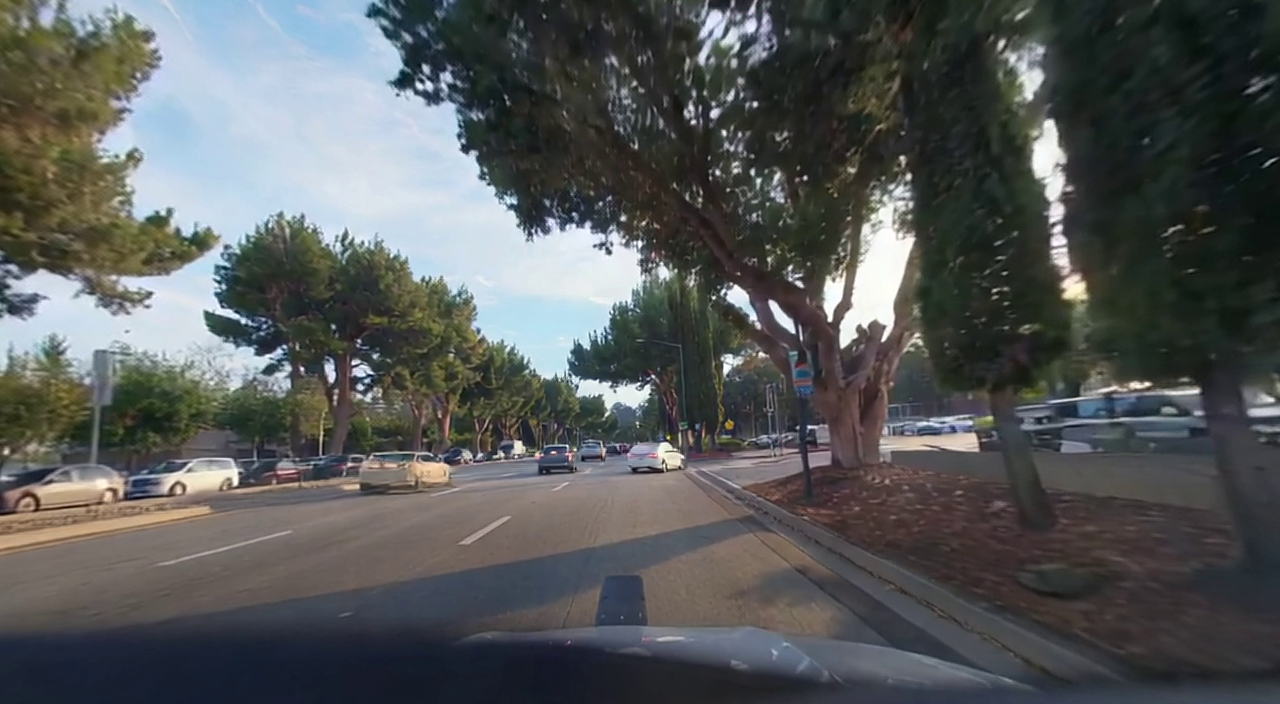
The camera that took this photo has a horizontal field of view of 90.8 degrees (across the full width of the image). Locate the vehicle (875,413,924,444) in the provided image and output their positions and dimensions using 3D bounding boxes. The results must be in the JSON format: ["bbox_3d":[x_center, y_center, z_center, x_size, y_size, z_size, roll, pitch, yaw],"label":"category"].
[{"bbox_3d":[18.601,5.613,45.578,2.569,2.081,6.193,-3,-9,16],"label":"vehicle"}]

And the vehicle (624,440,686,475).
[{"bbox_3d":[0.802,4.969,30.143,2.208,1.513,4.504,-2,-9,11],"label":"vehicle"}]

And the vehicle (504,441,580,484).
[{"bbox_3d":[-3.680,4.225,24.547,2.235,1.500,4.420,0,-8,0],"label":"vehicle"}]

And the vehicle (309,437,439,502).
[{"bbox_3d":[-7.931,3.515,19.380,2.054,1.744,4.422,0,-8,0],"label":"vehicle"}]

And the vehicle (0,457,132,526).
[{"bbox_3d":[-17.082,3.827,17.753,1.874,1.626,4.447,0,-8,-1],"label":"vehicle"}]

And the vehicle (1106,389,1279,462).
[{"bbox_3d":[13.555,1.628,13.794,4.959,1.455,2.203,0,-8,1],"label":"vehicle"}]

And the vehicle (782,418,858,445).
[{"bbox_3d":[13.819,6.147,48.846,5.161,1.993,2.293,0,-8,1],"label":"vehicle"}]

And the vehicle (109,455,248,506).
[{"bbox_3d":[-16.913,4.682,23.482,1.858,1.612,4.398,0,-8,-1],"label":"vehicle"}]

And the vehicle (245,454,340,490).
[{"bbox_3d":[-16.895,5.829,31.024,1.923,1.543,4.687,0,-8,1],"label":"vehicle"}]
